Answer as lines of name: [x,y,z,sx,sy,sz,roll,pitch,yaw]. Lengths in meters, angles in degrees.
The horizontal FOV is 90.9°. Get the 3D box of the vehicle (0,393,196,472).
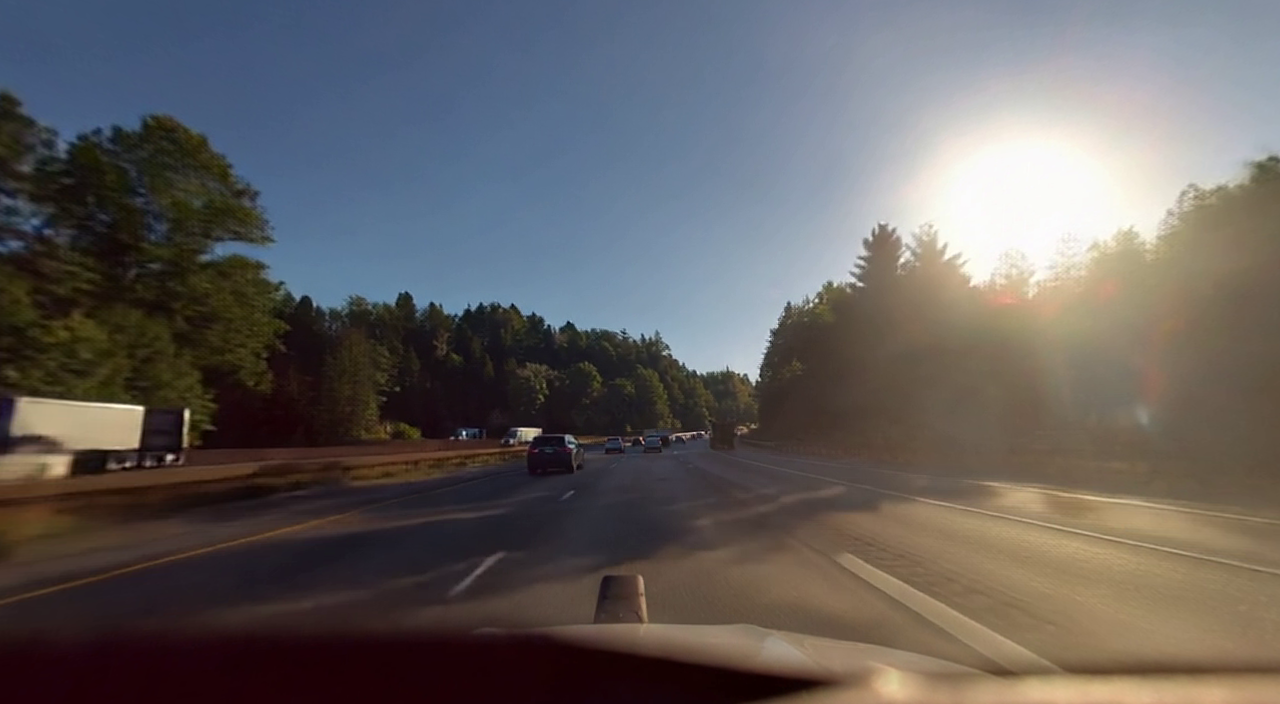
vehicle: [-31.848,4.760,36.599,3.007,3.823,12.412,-1,-8,0]

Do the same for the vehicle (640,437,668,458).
vehicle: [0.997,7.077,46.881,2.004,1.465,3.842,0,-8,0]

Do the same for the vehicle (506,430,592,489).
vehicle: [-2.694,3.260,19.632,2.137,1.618,4.209,0,-8,-1]
